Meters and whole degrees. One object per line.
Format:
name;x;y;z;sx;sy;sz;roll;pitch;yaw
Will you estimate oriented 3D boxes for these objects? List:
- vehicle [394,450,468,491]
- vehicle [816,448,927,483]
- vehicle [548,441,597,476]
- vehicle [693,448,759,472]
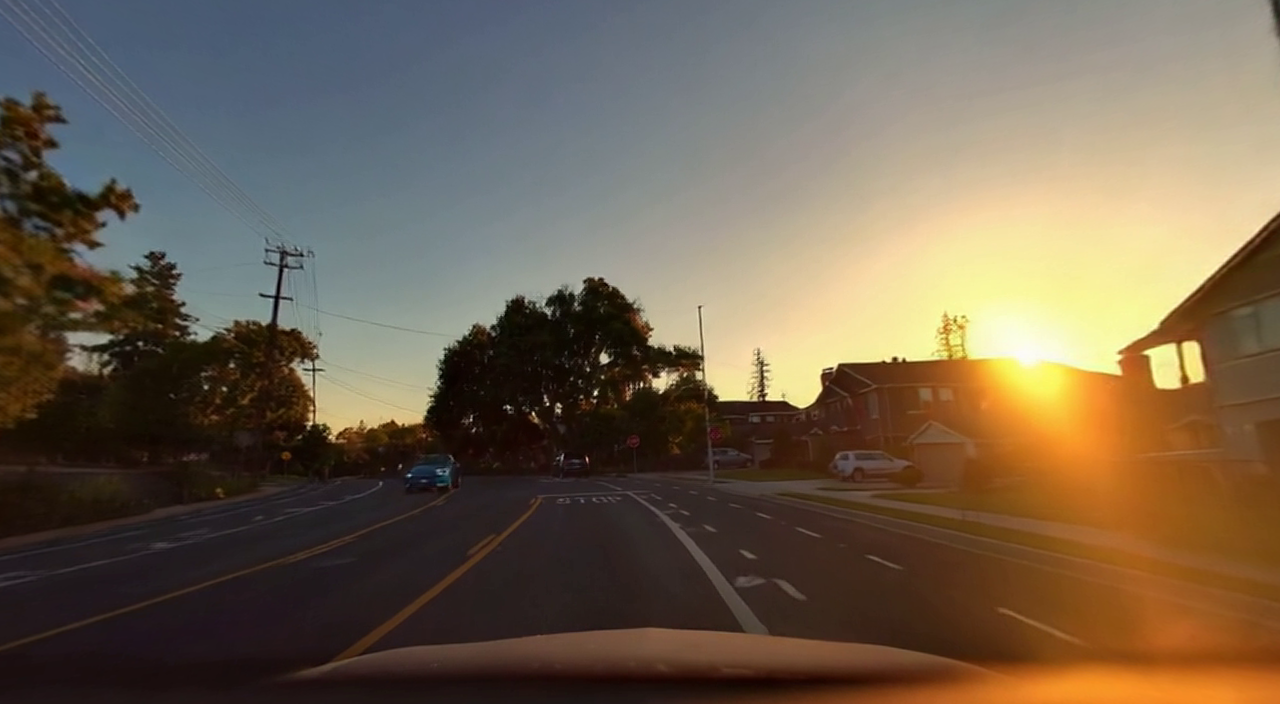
vehicle;-8.568;4.870;26.250;2.003;1.483;4.545;1;-9;-7
vehicle;10.659;5.228;29.139;4.383;1.508;1.884;1;-9;-8
vehicle;-4.043;6.169;36.972;2.284;1.741;4.702;4;-8;-11
vehicle;6.487;8.163;47.653;4.582;1.707;1.934;2;-9;-15
